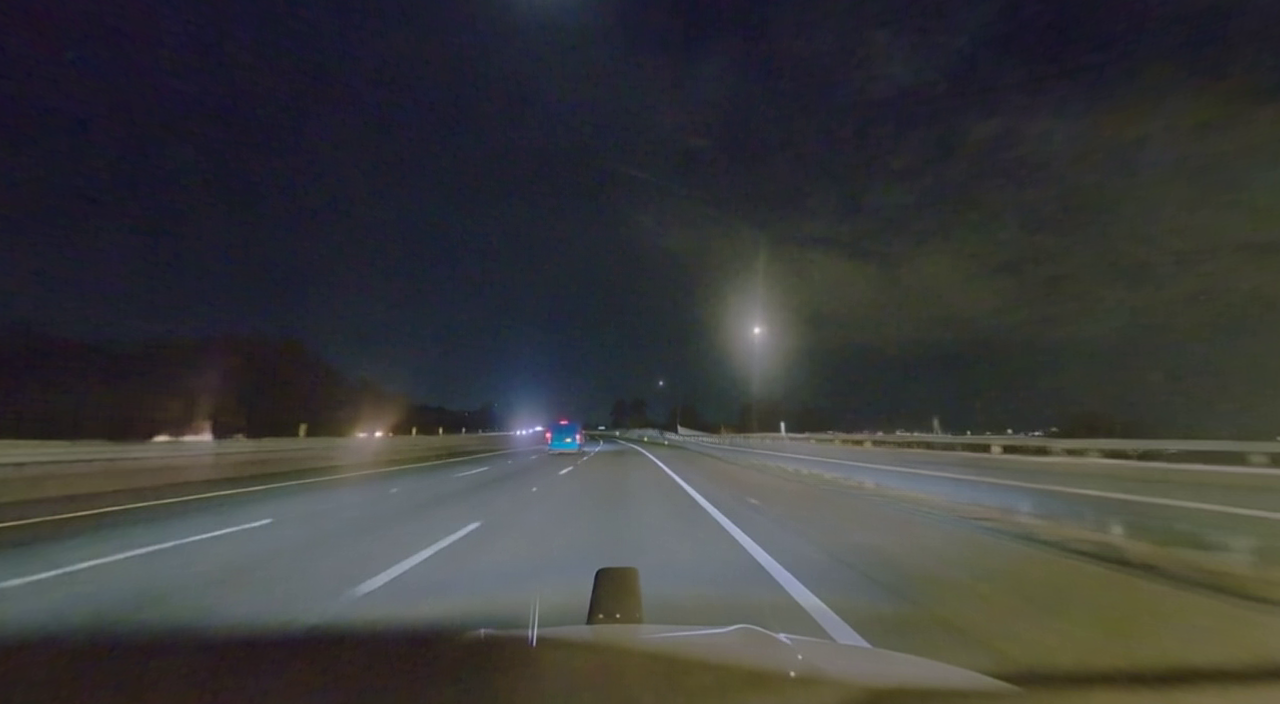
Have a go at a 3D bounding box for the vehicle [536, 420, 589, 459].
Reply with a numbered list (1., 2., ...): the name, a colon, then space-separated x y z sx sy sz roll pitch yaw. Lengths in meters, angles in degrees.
1. vehicle: -4.344 5.010 36.035 2.309 2.053 4.884 0 -8 1

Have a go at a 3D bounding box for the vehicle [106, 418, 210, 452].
1. vehicle: -22.298 3.878 29.288 1.787 1.462 3.938 0 -8 -2
